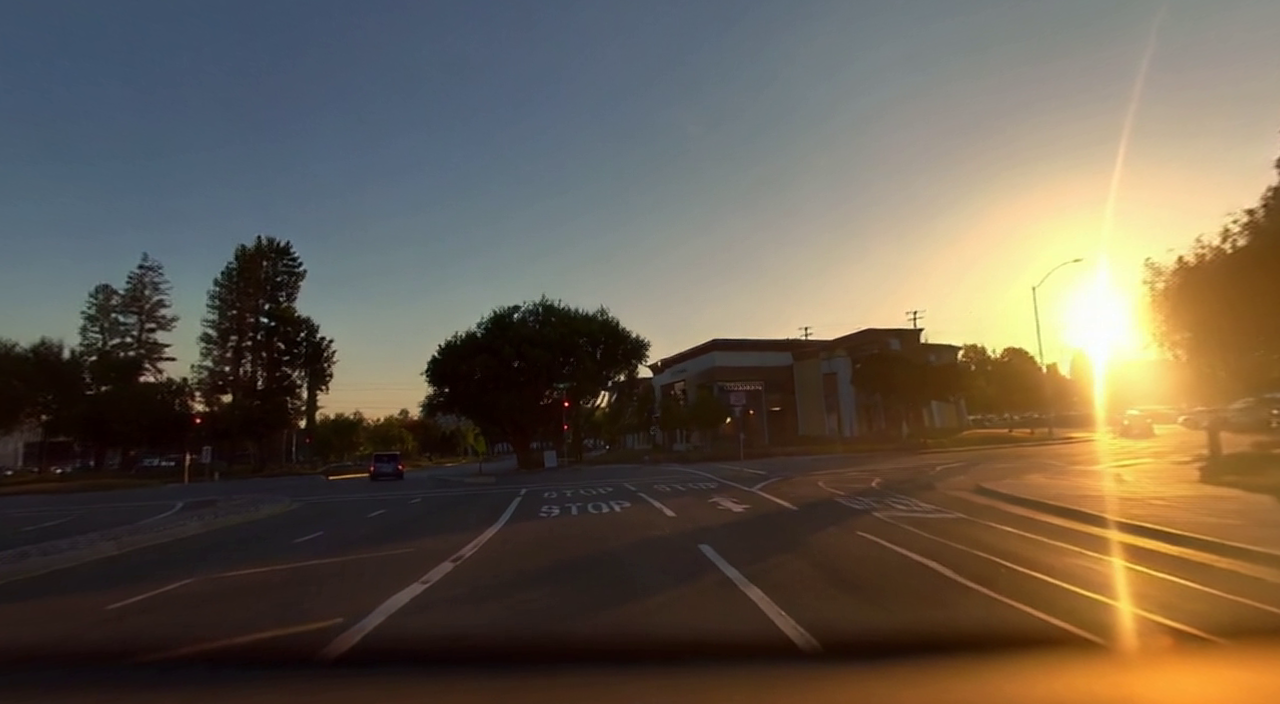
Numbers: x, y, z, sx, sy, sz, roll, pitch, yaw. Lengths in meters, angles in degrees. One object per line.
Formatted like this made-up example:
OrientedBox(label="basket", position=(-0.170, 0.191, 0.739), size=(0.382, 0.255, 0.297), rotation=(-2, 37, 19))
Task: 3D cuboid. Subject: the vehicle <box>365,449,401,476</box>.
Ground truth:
OrientedBox(label="vehicle", position=(-20.364, 8.654, 49.746), size=(2.336, 1.923, 5.570), rotation=(4, -9, -24))
